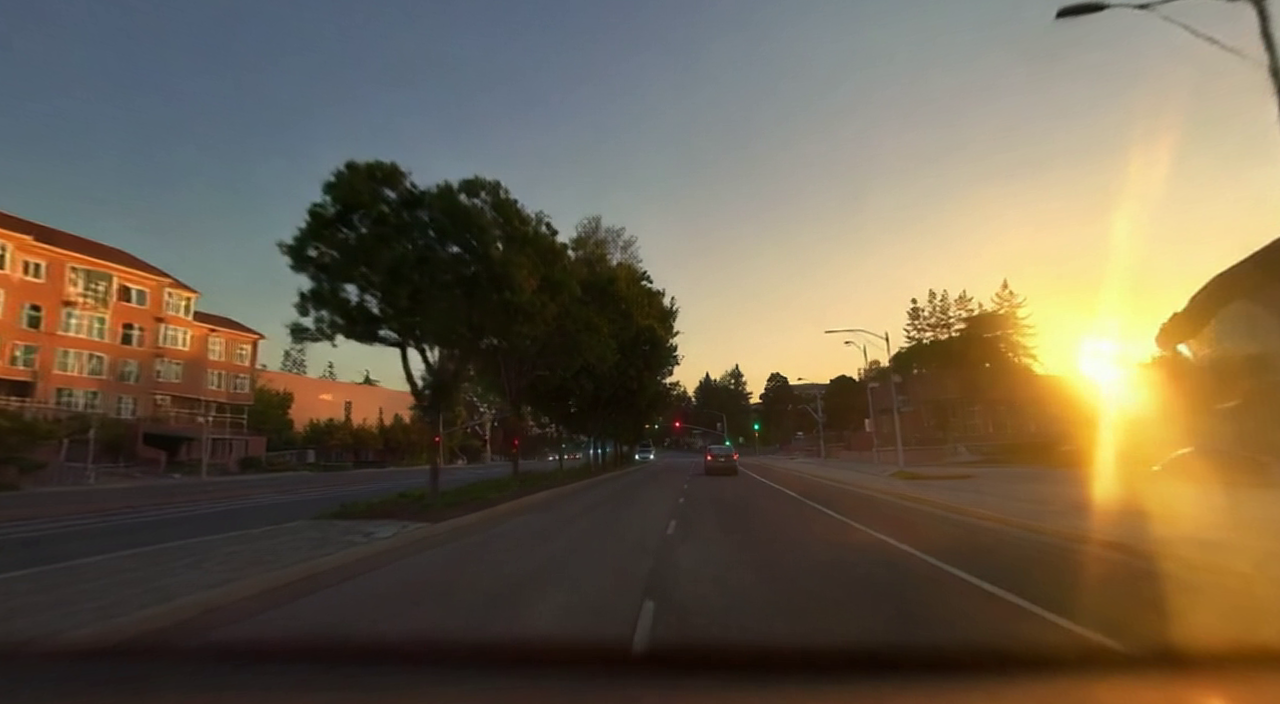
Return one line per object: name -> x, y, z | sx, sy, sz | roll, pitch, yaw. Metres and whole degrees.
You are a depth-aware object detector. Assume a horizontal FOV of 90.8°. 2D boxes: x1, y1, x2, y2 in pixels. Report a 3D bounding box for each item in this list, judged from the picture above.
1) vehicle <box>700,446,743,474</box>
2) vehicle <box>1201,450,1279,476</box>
vehicle -> 4.579, 6.115, 36.036 | 2.133, 1.481, 4.276 | -1, -9, 3
vehicle -> 36.741, 6.683, 38.109 | 3.998, 1.430, 1.820 | -1, -9, -1
